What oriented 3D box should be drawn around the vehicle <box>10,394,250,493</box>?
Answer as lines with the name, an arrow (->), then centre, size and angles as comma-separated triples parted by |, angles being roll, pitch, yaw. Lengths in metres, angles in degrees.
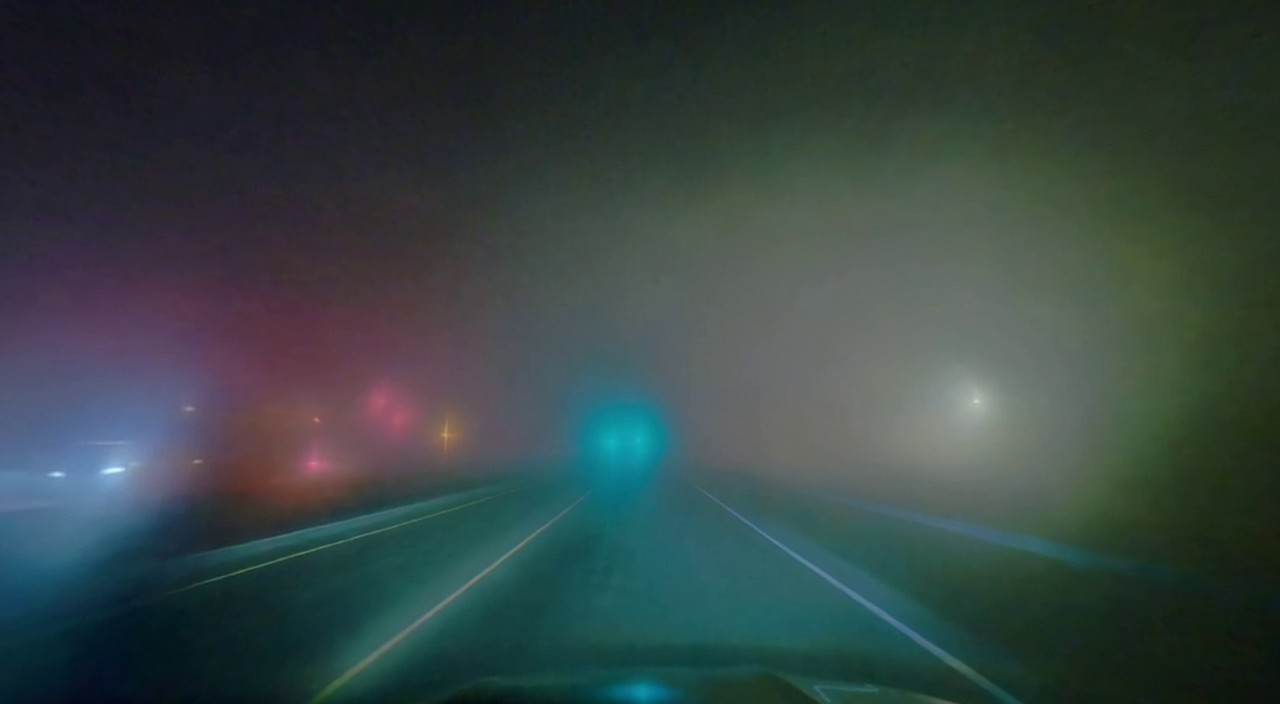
vehicle -> -23.956, 4.534, 30.908 | 3.017, 3.983, 10.478 | 0, -9, -1
